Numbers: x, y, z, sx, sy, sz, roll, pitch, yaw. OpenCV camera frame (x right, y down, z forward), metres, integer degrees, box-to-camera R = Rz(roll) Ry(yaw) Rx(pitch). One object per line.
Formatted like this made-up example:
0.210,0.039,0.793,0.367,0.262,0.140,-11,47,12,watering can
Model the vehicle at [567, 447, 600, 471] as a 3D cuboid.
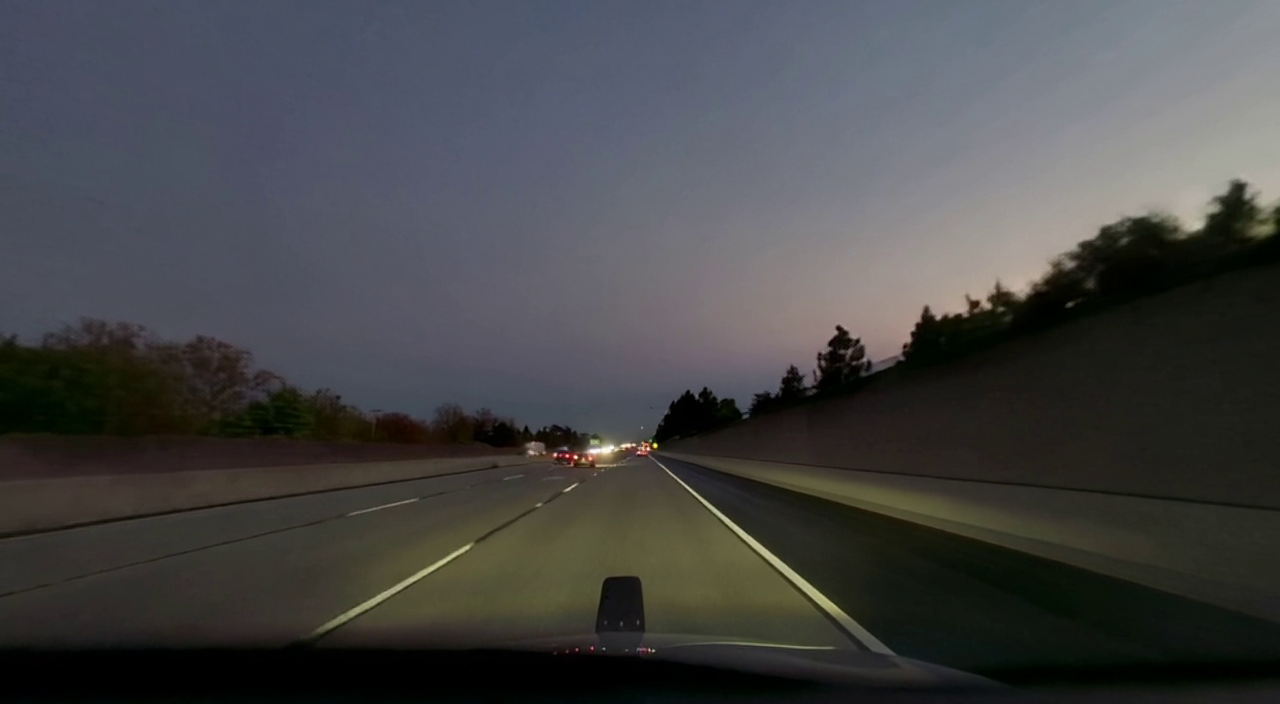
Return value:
-3.800,7.254,43.046,1.893,1.521,3.742,0,-9,0,vehicle
